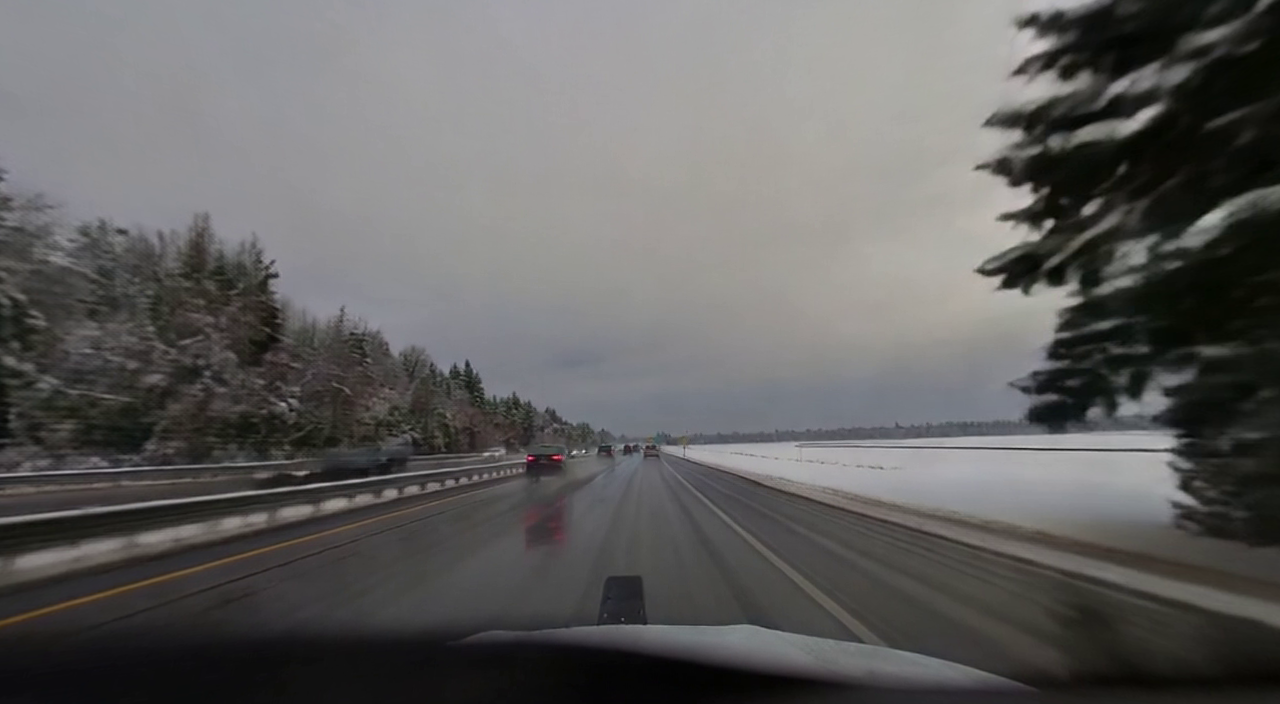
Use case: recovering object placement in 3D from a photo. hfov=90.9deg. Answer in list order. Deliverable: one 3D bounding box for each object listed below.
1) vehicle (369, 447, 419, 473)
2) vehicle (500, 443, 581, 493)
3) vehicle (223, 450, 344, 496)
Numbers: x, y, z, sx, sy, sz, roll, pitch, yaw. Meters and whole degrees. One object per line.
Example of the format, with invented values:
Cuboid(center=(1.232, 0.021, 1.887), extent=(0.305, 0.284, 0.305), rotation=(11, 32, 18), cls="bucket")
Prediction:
Cuboid(center=(-16.812, 7.398, 43.217), extent=(1.747, 1.664, 3.882), rotation=(-1, -9, 1), cls="vehicle")
Cuboid(center=(-3.229, 3.877, 21.338), extent=(1.970, 1.483, 4.097), rotation=(-1, -9, 1), cls="vehicle")
Cuboid(center=(-12.632, 4.291, 22.717), extent=(1.782, 1.458, 4.412), rotation=(0, -9, 0), cls="vehicle")
